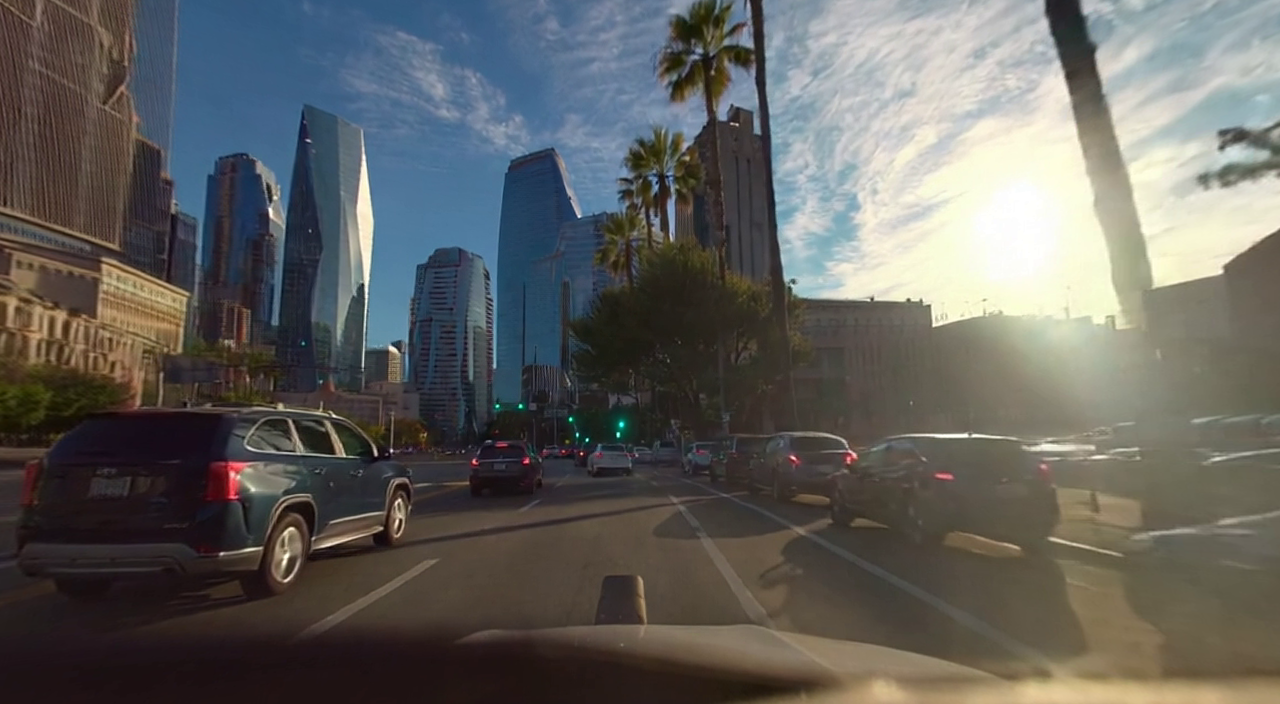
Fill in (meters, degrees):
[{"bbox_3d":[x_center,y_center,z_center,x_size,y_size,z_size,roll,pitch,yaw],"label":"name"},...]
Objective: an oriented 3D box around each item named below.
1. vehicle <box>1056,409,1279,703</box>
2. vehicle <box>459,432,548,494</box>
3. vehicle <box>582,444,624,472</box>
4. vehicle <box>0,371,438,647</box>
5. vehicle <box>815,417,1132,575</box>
[{"bbox_3d":[4.096,0.970,2.623,1.829,1.499,4.109,0,-9,-1],"label":"vehicle"},{"bbox_3d":[-4.191,3.482,20.125,2.014,1.740,4.392,0,-9,-2],"label":"vehicle"},{"bbox_3d":[-2.088,5.755,34.411,2.036,1.461,3.890,1,-9,-7],"label":"vehicle"},{"bbox_3d":[-3.660,1.336,6.300,1.800,1.797,4.224,0,-9,1],"label":"vehicle"},{"bbox_3d":[4.048,1.814,8.753,1.773,1.584,4.553,0,-9,-2],"label":"vehicle"}]
